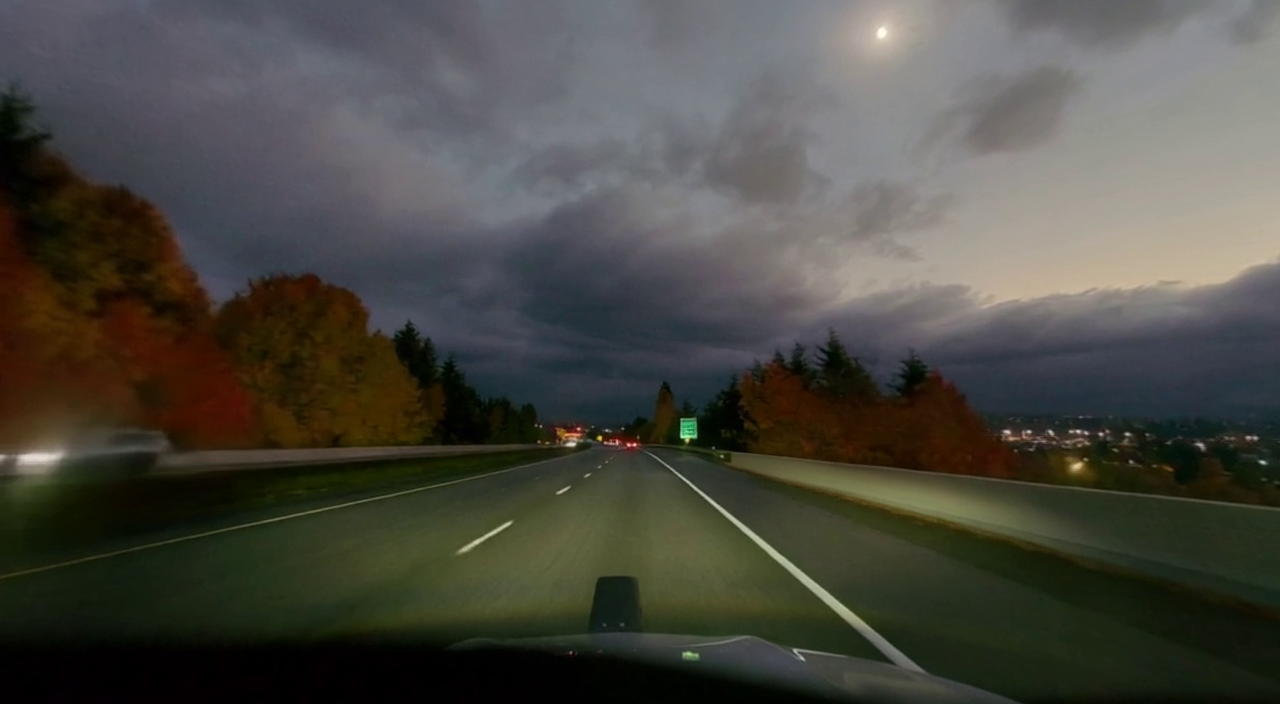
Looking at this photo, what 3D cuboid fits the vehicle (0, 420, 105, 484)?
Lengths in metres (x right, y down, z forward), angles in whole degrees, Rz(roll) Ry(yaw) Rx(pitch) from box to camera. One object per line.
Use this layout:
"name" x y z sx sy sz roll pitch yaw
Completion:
"vehicle" -16.507 2.555 16.200 1.861 1.541 4.039 0 -8 0
